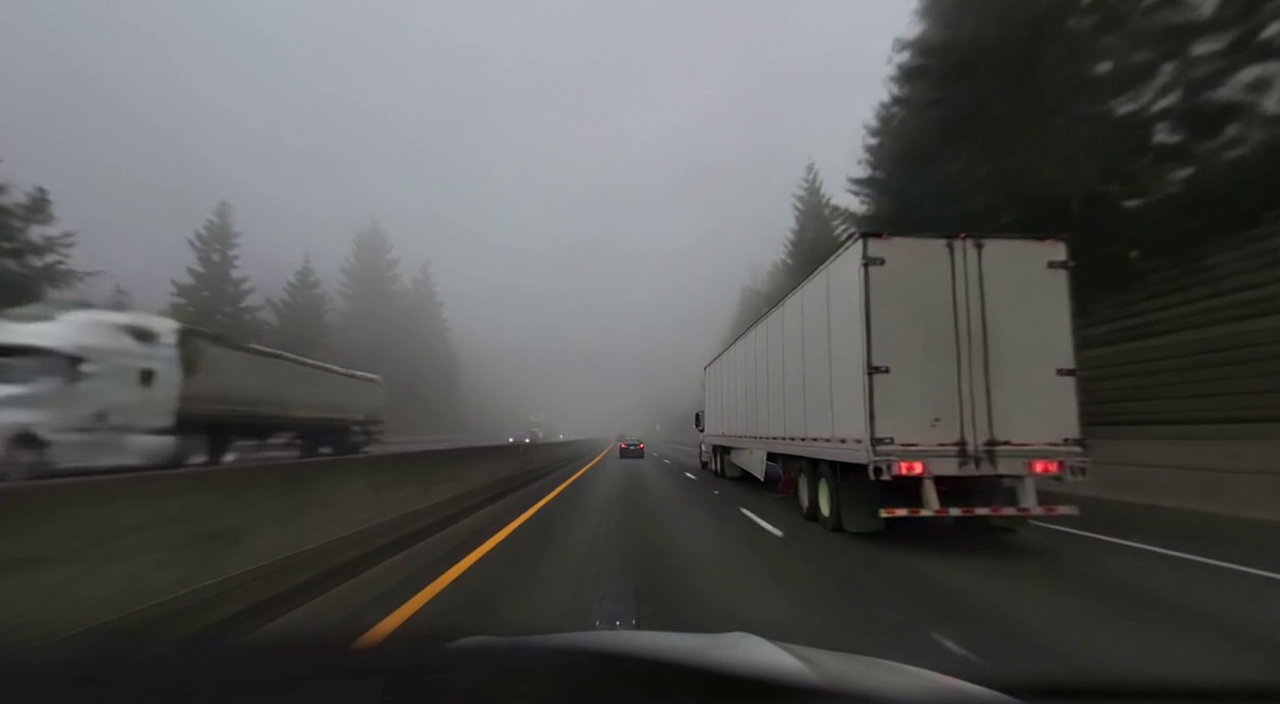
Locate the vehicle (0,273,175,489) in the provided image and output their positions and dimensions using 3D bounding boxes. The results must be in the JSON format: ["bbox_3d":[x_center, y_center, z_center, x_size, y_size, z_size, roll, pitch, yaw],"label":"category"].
[{"bbox_3d":[-12.935,0.707,13.601,3.405,4.213,2.708,0,-8,-1],"label":"vehicle"}]

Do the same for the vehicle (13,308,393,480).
[{"bbox_3d":[-13.069,1.909,22.029,3.380,4.082,14.183,0,-8,-1],"label":"vehicle"}]

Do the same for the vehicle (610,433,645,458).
[{"bbox_3d":[-0.799,5.878,39.955,2.119,1.480,4.000,0,-8,-1],"label":"vehicle"}]

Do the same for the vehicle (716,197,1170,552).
[{"bbox_3d":[4.209,1.091,14.060,2.953,4.045,13.843,0,-8,-1],"label":"vehicle"}]
